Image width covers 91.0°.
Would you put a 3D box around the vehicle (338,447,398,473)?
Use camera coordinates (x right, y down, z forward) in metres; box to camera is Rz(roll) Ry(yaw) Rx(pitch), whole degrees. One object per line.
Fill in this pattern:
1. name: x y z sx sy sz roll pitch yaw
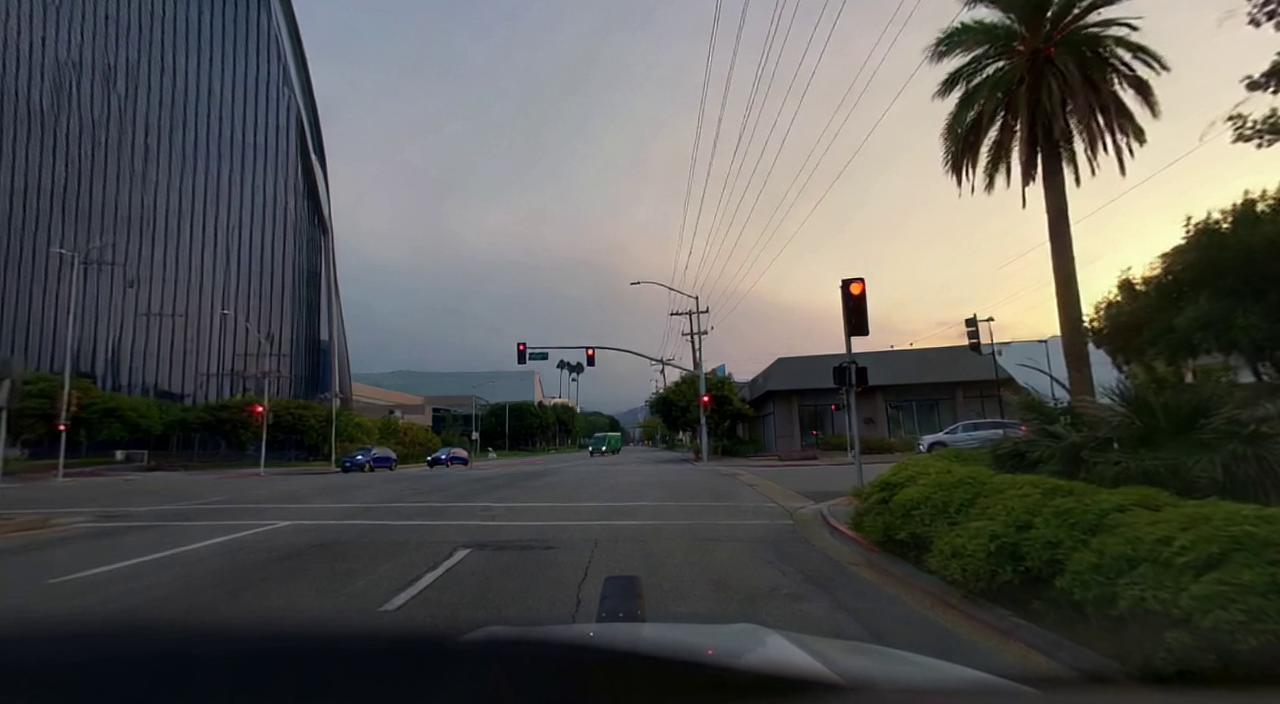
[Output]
1. vehicle: -19.020 7.574 44.328 2.017 1.739 4.569 0 -9 2
